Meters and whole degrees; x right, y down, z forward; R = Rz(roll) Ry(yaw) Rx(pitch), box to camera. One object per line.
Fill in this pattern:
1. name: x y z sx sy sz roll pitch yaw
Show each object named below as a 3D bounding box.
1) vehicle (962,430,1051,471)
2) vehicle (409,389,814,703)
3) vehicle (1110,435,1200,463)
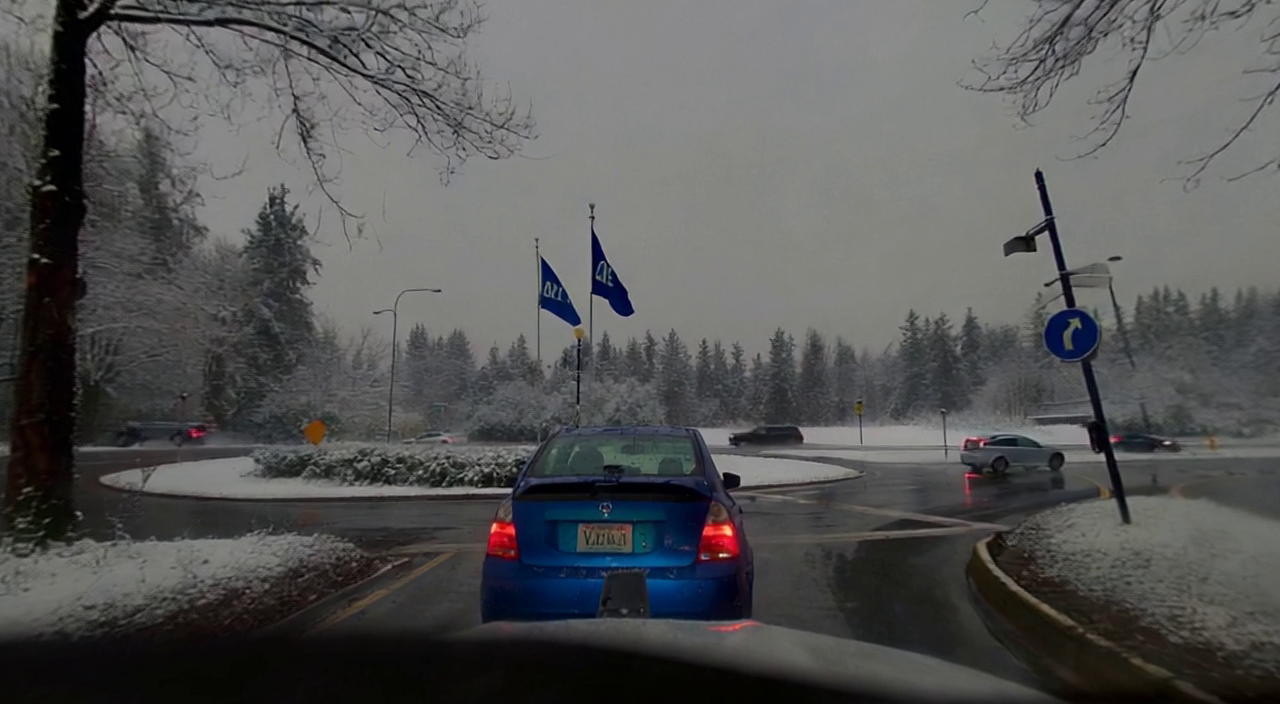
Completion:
1. vehicle: 16.519 4.439 28.323 4.485 1.691 2.132 8 -12 -43
2. vehicle: -0.063 1.324 5.317 2.078 1.607 4.010 -1 -9 3
3. vehicle: 29.302 5.527 35.876 4.147 1.475 1.850 2 -9 -17
